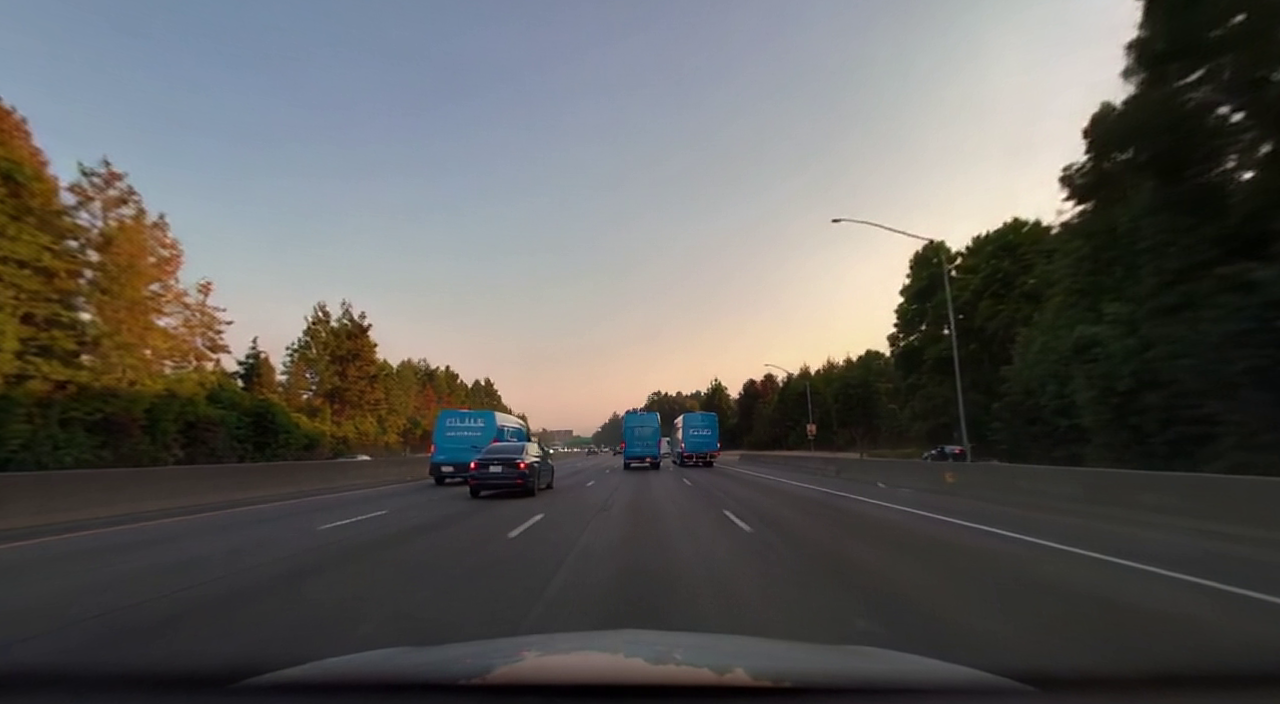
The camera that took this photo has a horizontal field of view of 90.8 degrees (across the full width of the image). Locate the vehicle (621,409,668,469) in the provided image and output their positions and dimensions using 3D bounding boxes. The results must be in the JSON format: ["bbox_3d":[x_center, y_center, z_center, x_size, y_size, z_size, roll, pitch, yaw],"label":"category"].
[{"bbox_3d":[0.259,6.802,48.717,3.201,4.019,10.918,0,-9,0],"label":"vehicle"}]

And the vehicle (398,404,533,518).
[{"bbox_3d":[-3.757,2.425,14.299,2.033,2.234,3.490,0,-9,0],"label":"vehicle"}]
